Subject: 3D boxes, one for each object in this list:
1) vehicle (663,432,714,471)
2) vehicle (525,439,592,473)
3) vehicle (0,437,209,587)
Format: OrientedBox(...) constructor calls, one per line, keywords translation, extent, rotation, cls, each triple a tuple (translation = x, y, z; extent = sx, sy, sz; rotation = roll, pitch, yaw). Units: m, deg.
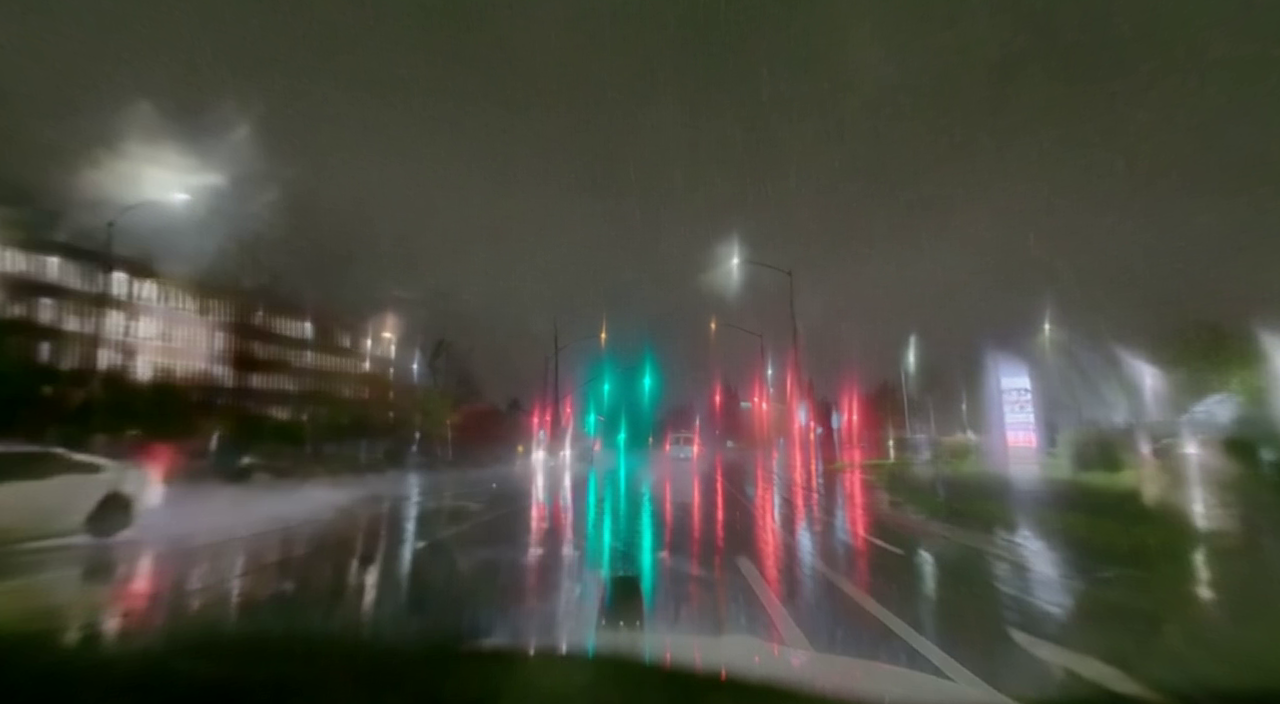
OrientedBox(translation=(2.578, 5.088, 32.516), extent=(2.230, 1.827, 4.298), rotation=(-1, -8, 10), cls="vehicle")
OrientedBox(translation=(-4.296, 5.577, 34.318), extent=(2.183, 1.699, 4.974), rotation=(-2, -8, 11), cls="vehicle")
OrientedBox(translation=(-7.373, 1.677, 6.846), extent=(1.939, 1.484, 4.645), rotation=(0, -8, 3), cls="vehicle")
